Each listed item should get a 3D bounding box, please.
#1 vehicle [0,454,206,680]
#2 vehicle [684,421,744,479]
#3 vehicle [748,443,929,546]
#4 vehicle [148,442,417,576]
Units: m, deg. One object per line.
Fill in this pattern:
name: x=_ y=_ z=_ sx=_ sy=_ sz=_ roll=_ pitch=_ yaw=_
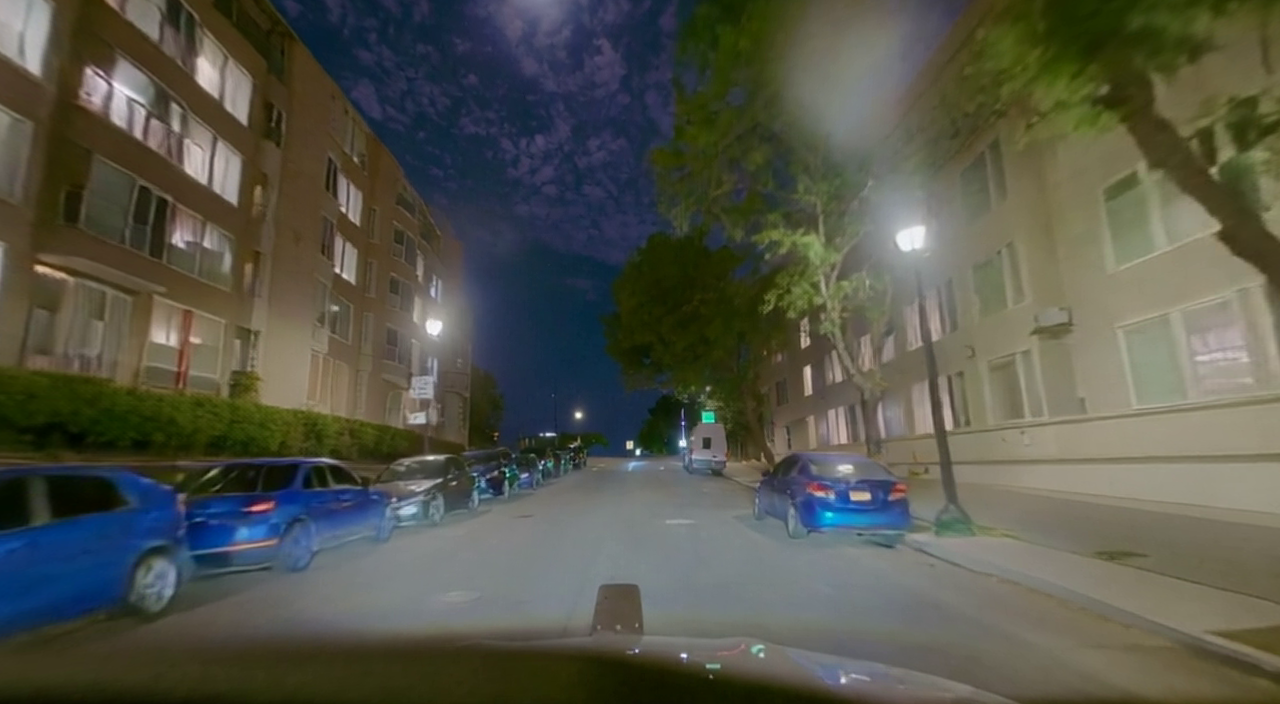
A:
vehicle: x=-5.198 y=1.505 z=4.505 sx=1.722 sy=1.491 sz=3.431 roll=0 pitch=-9 yaw=0
vehicle: x=4.040 y=5.212 z=34.064 sx=1.961 sy=2.656 sz=3.047 roll=-2 pitch=-2 yaw=34
vehicle: x=3.303 y=2.426 z=11.461 sx=1.835 sy=1.490 sz=4.134 roll=0 pitch=-9 yaw=-1
vehicle: x=-5.027 y=2.193 z=9.656 sx=1.782 sy=1.585 sz=3.962 roll=0 pitch=-9 yaw=0
